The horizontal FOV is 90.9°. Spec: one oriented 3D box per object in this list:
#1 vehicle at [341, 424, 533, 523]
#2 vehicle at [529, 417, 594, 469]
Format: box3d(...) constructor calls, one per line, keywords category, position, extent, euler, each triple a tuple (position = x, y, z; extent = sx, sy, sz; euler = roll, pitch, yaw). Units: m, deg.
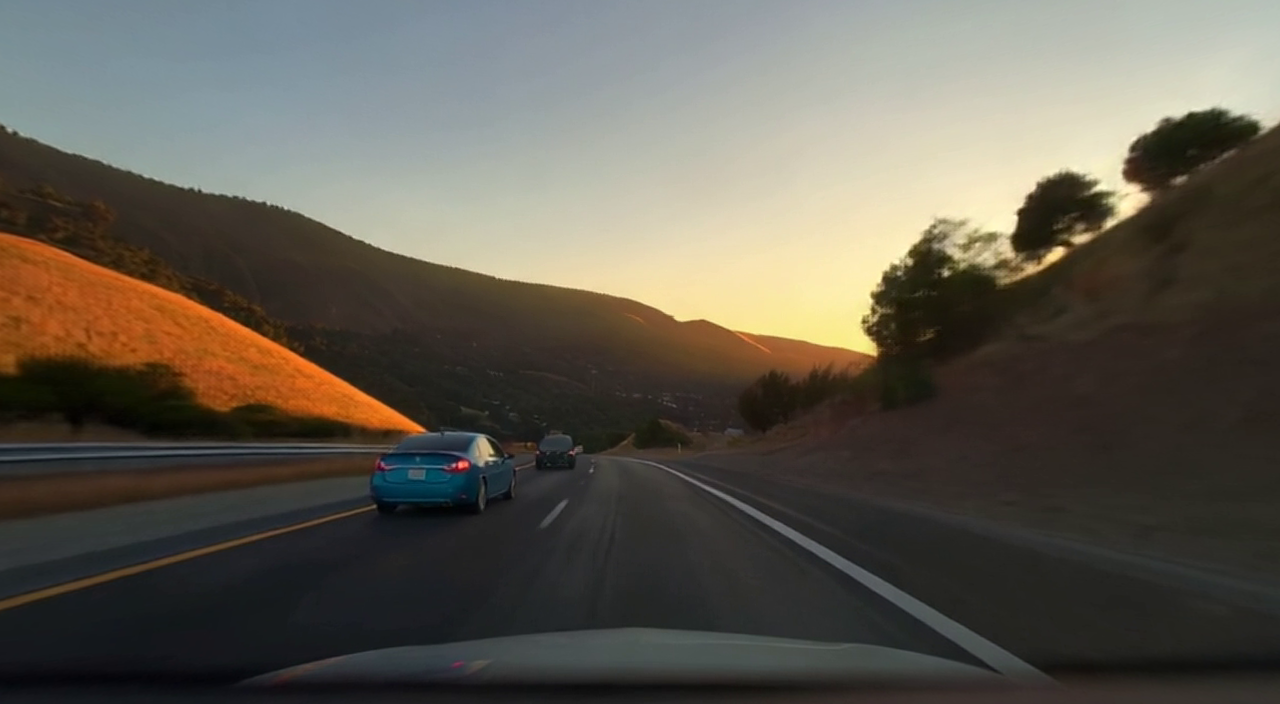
box3d(category="vehicle", position=(-3.540, 2.214, 12.105), extent=(2.097, 1.511, 4.585), euler=(0, -8, 1))
box3d(category="vehicle", position=(-3.542, 4.297, 29.720), extent=(2.444, 2.204, 5.568), euler=(0, -8, -1))
